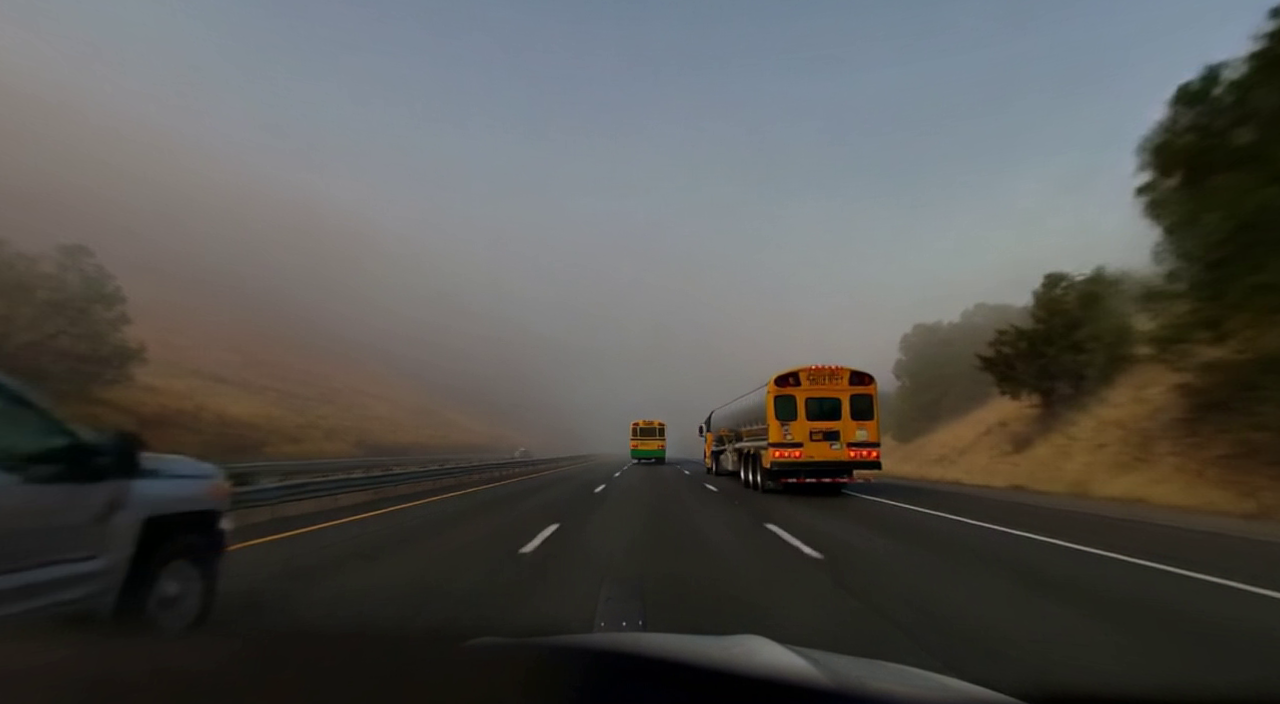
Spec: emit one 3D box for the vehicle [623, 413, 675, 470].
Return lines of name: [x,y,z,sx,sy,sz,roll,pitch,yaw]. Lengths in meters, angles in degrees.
vehicle: [0.552,5.932,41.721,2.948,3.265,10.569,0,-8,0]

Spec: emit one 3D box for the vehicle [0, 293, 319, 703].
vehicle: [-3.688,0.650,1.910,2.241,1.927,5.833,0,-8,1]

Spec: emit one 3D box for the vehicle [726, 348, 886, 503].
vehicle: [4.450,2.252,18.677,2.716,3.705,7.018,0,-8,0]
